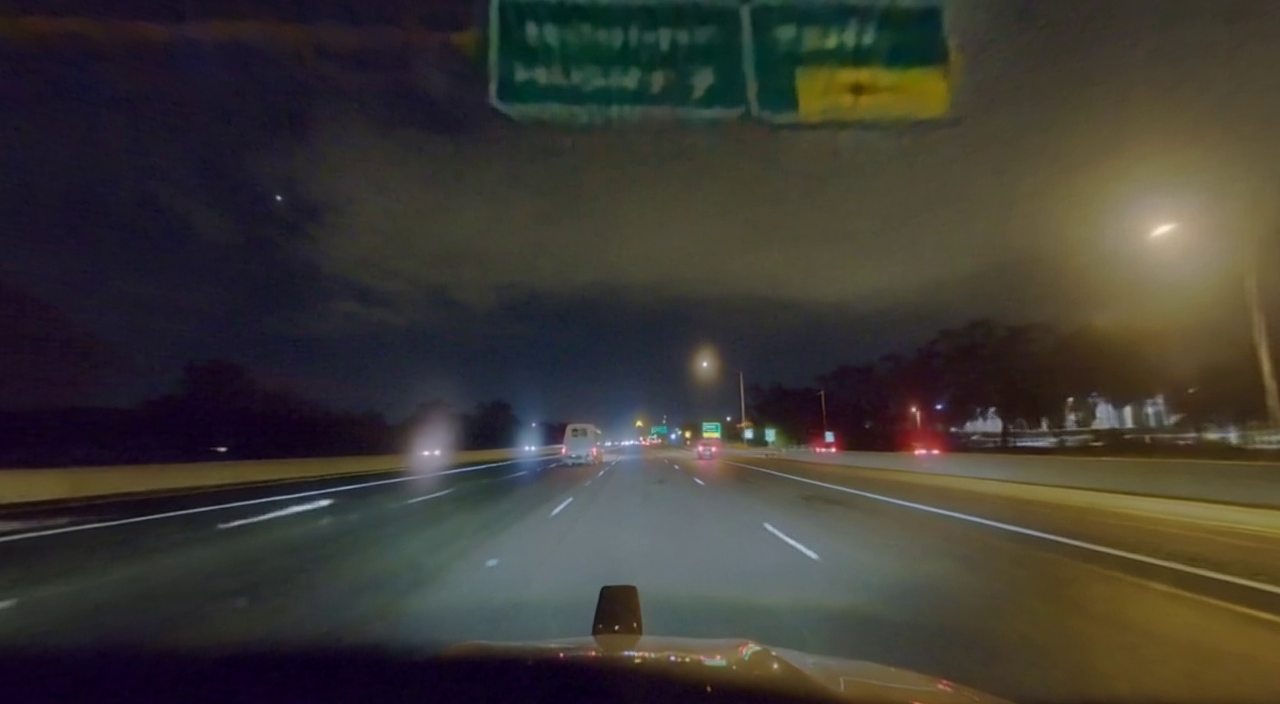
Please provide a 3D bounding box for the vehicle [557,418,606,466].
[{"bbox_3d":[-3.823,6.125,43.008,2.881,2.937,7.045,0,-8,-2],"label":"vehicle"}]
